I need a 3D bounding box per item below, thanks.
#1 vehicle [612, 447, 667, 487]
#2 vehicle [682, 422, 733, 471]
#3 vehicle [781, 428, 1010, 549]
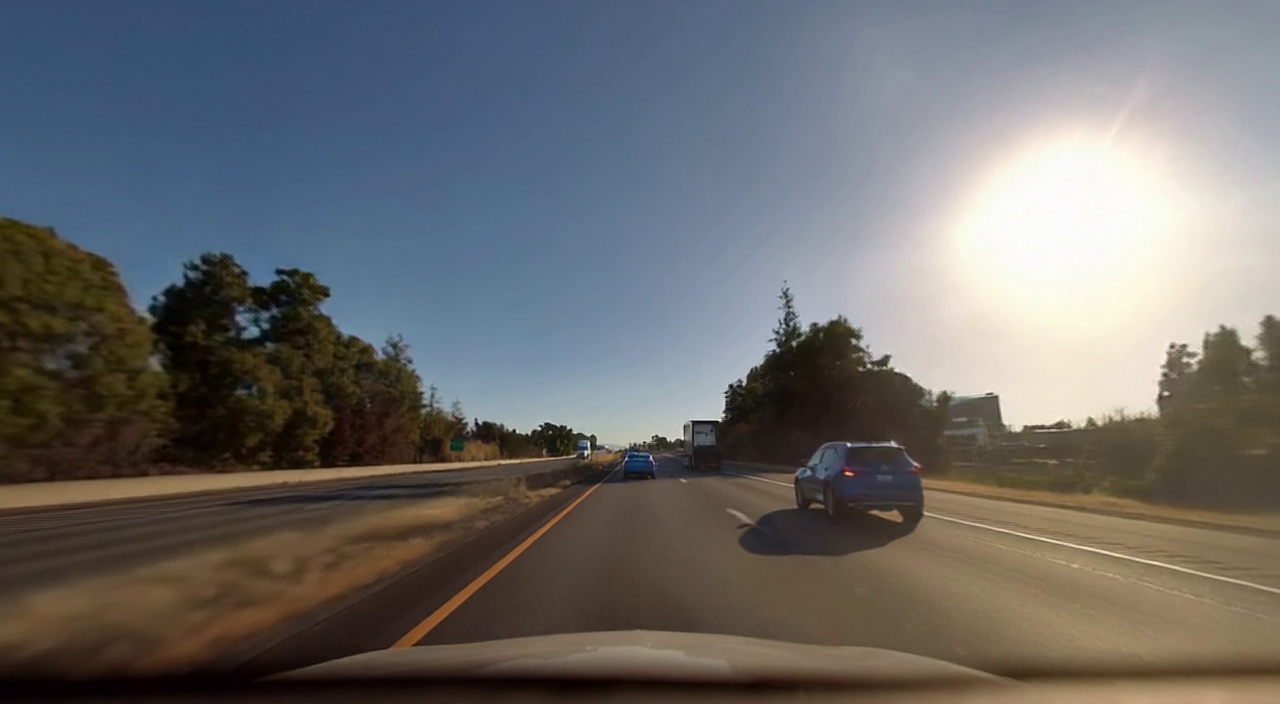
[{"bbox_3d":[-0.026,4.655,25.667,2.066,1.490,3.759,-1,-9,0],"label":"vehicle"},{"bbox_3d":[4.682,6.795,45.047,2.791,3.201,7.145,-1,-9,-1],"label":"vehicle"},{"bbox_3d":[3.781,2.089,10.231,1.953,1.540,4.101,-1,-9,-1],"label":"vehicle"}]
